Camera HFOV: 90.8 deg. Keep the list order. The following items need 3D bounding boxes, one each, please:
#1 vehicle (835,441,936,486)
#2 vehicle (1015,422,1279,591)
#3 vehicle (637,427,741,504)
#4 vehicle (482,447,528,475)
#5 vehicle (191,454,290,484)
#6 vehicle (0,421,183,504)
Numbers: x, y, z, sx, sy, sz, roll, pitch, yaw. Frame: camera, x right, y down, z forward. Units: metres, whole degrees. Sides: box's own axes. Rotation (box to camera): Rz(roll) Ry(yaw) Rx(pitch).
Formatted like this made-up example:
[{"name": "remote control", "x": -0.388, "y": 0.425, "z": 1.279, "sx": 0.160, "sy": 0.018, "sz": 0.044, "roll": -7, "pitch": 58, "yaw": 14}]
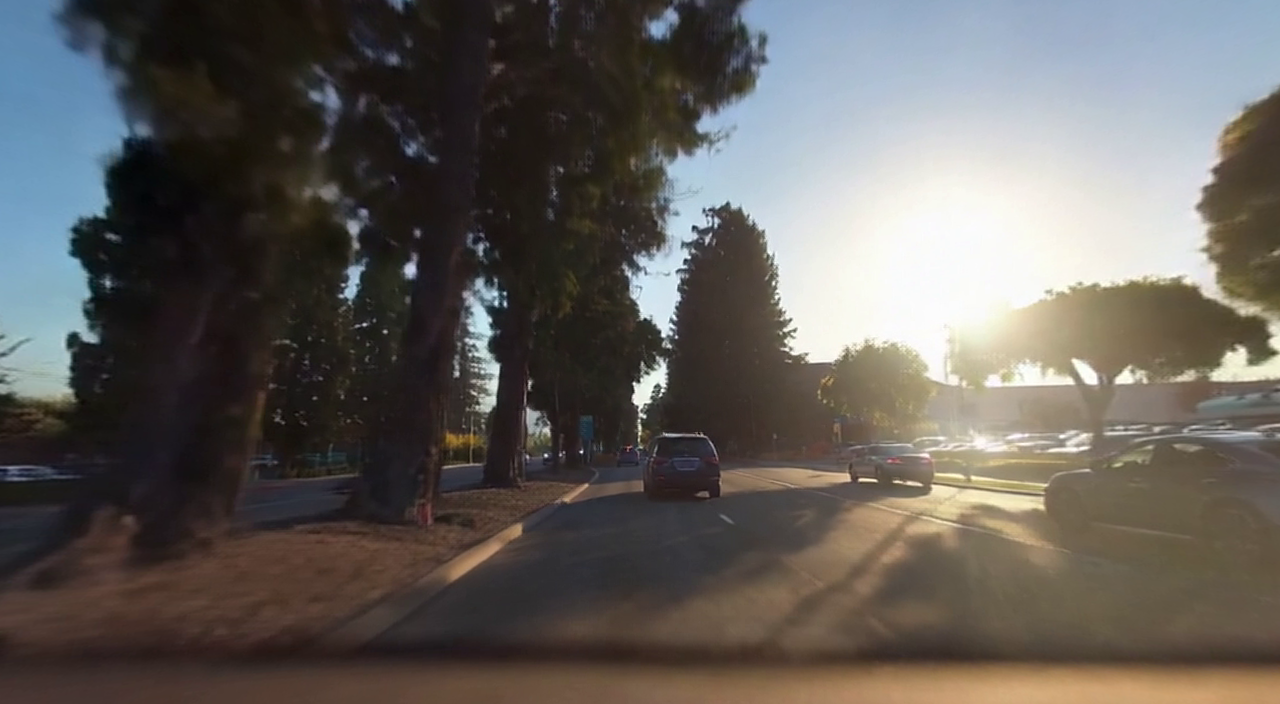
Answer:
[{"name": "vehicle", "x": 9.103, "y": 4.153, "z": 23.861, "sx": 1.894, "sy": 1.517, "sz": 4.419, "roll": 0, "pitch": -9, "yaw": -2}, {"name": "vehicle", "x": 6.632, "y": 1.612, "z": 7.196, "sx": 1.994, "sy": 1.488, "sz": 4.313, "roll": 0, "pitch": -9, "yaw": -1}, {"name": "vehicle", "x": 1.210, "y": 3.180, "z": 18.082, "sx": 2.300, "sy": 1.870, "sz": 4.936, "roll": 0, "pitch": -9, "yaw": -3}, {"name": "vehicle", "x": -8.902, "y": 7.200, "z": 42.048, "sx": 2.196, "sy": 1.717, "sz": 4.453, "roll": 0, "pitch": -9, "yaw": -1}, {"name": "vehicle", "x": -28.403, "y": 8.298, "z": 44.934, "sx": 5.966, "sy": 1.957, "sz": 2.305, "roll": -3, "pitch": -9, "yaw": 13}, {"name": "vehicle", "x": -26.343, "y": 5.063, "z": 28.841, "sx": 8.231, "sy": 3.396, "sz": 3.340, "roll": -1, "pitch": -10, "yaw": 1}]
